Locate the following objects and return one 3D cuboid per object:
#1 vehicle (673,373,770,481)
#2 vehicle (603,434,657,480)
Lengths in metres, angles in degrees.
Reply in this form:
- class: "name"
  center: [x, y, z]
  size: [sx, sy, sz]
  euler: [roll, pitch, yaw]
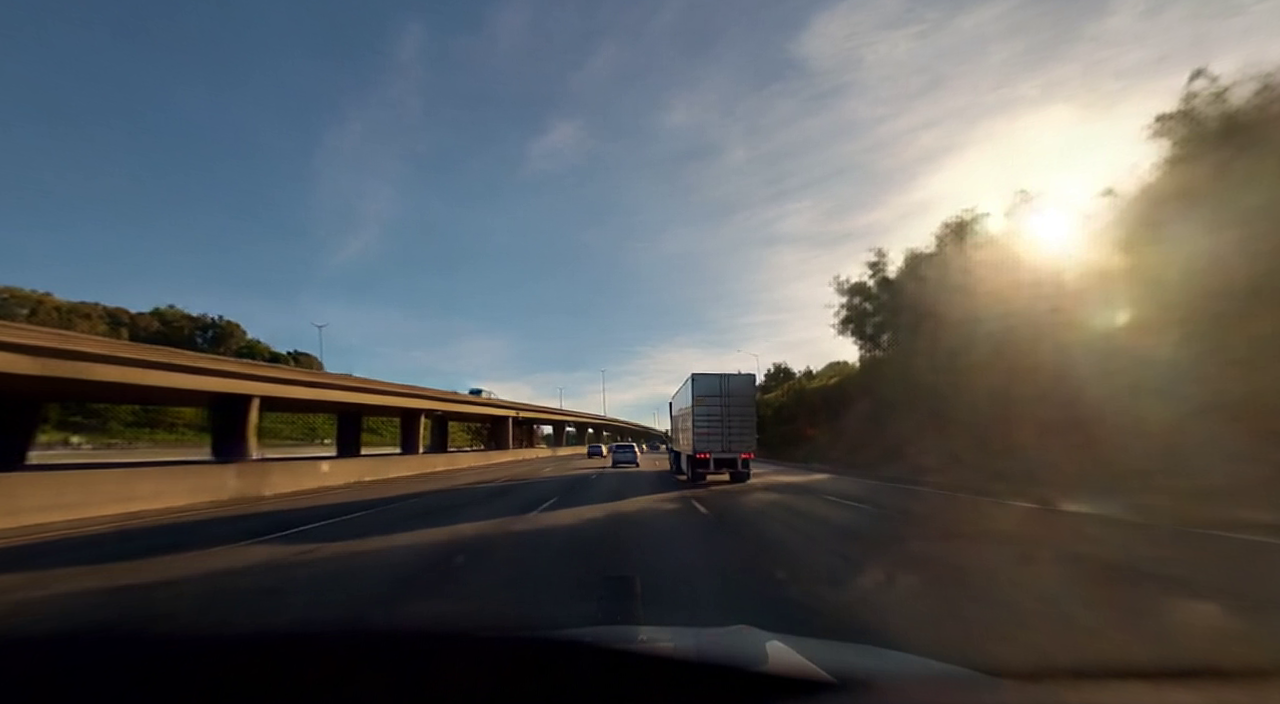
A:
- class: "vehicle"
  center: [3.306, 3.546, 28.766]
  size: [2.964, 4.063, 10.072]
  euler: [0, -9, -1]
- class: "vehicle"
  center: [-0.375, 4.377, 26.544]
  size: [2.077, 1.716, 4.514]
  euler: [0, -9, 0]
